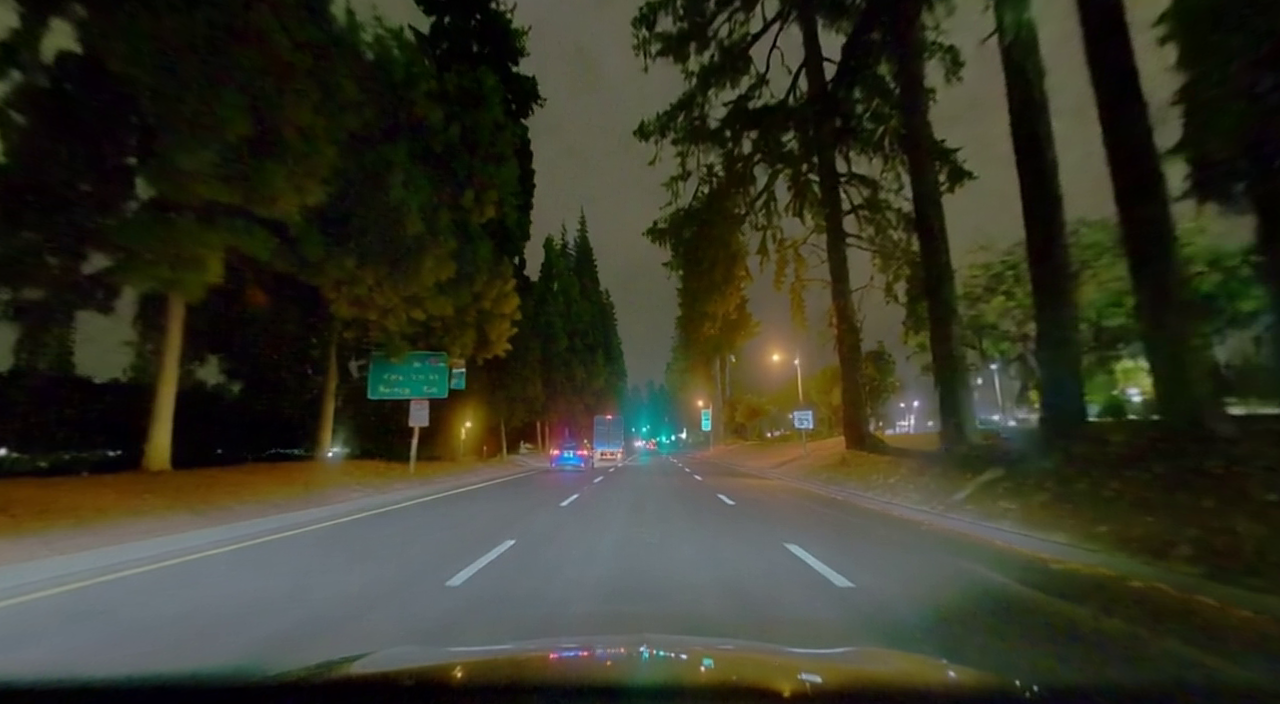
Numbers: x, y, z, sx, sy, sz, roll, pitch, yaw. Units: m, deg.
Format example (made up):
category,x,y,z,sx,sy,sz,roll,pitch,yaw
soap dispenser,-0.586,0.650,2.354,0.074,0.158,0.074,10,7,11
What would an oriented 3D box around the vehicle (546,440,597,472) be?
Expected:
category,x,y,z,sx,sy,sz,roll,pitch,yaw
vehicle,-3.391,5.212,31.882,2.005,1.462,4.345,0,-8,1
